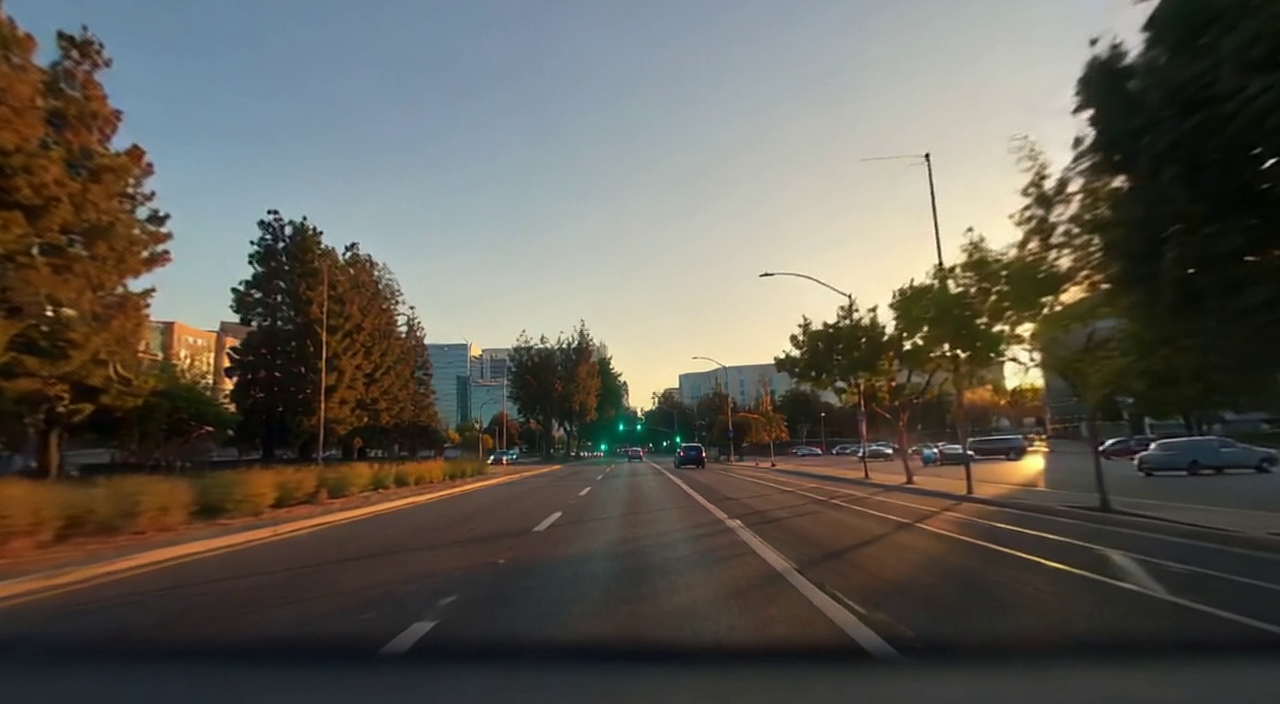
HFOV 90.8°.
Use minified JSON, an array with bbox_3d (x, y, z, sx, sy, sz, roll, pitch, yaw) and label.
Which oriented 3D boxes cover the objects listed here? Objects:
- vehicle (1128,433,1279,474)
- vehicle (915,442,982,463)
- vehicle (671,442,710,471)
[{"bbox_3d":[21.909,3.928,24.392,4.217,1.470,2.173,-1,-9,1],"label":"vehicle"},{"bbox_3d":[22.821,7.462,46.847,3.845,1.471,2.043,0,-9,0],"label":"vehicle"},{"bbox_3d":[3.206,6.770,41.146,2.069,1.761,4.610,0,-9,-2],"label":"vehicle"}]
